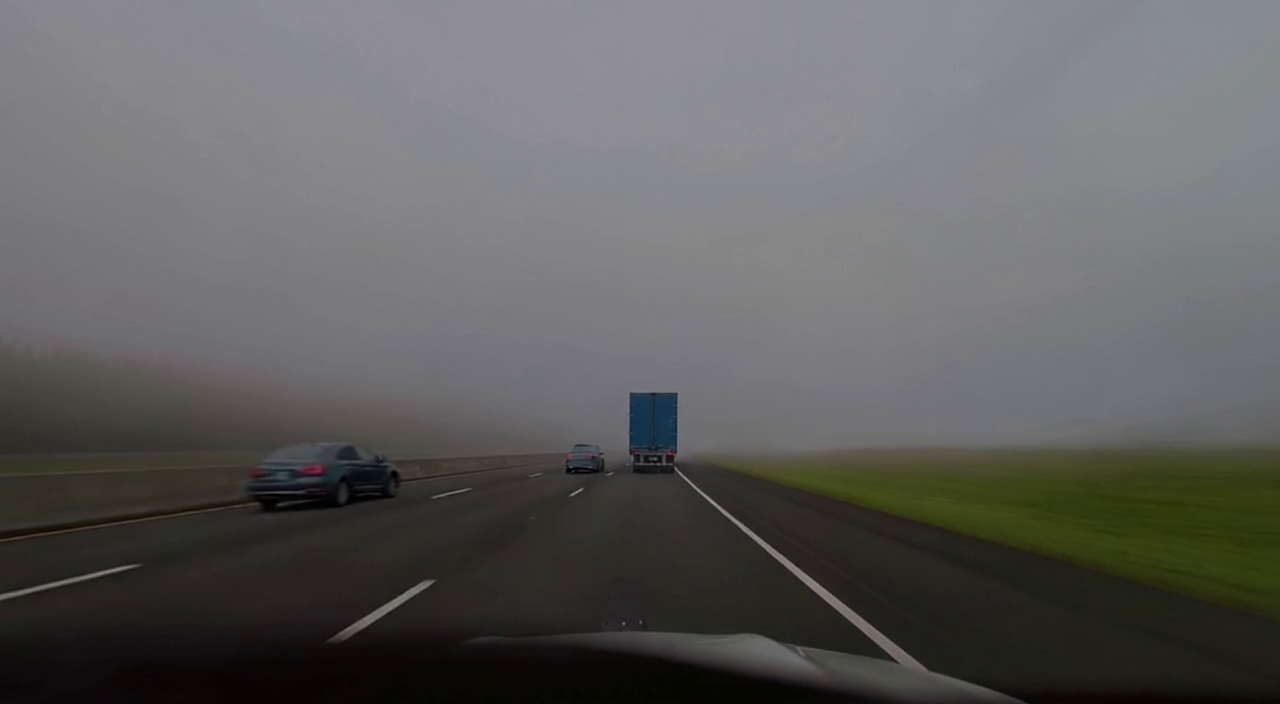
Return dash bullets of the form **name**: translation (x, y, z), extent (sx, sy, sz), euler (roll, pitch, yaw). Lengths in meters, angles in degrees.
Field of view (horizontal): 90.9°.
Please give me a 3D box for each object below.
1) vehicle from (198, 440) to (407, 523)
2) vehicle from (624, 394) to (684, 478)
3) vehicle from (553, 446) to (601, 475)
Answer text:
- **vehicle**: translation (-6.983, 2.704, 13.757), extent (1.954, 1.487, 4.599), euler (0, -9, 1)
- **vehicle**: translation (0.707, 5.189, 38.594), extent (2.851, 4.098, 14.436), euler (-2, -8, 0)
- **vehicle**: translation (-3.342, 5.875, 34.286), extent (2.092, 1.465, 4.448), euler (0, -9, 1)
